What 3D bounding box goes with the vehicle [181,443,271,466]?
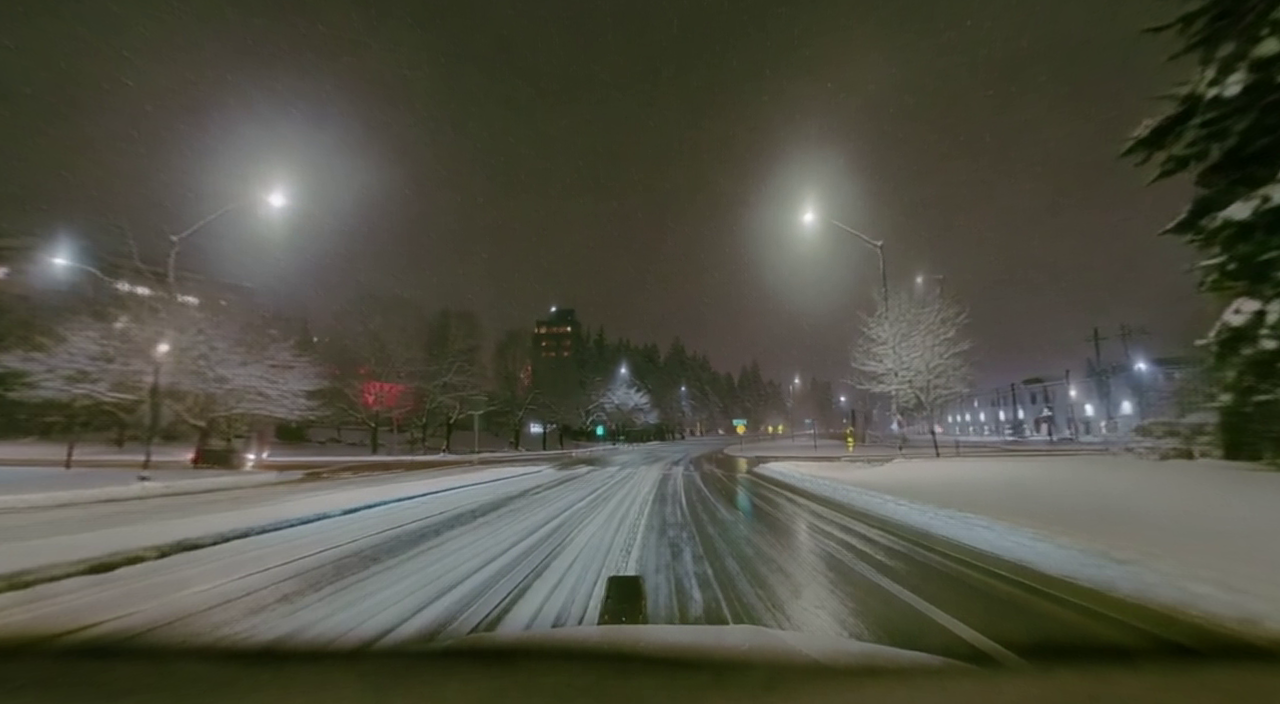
[{"bbox_3d":[-28.079,6.943,42.855,4.935,1.476,2.141,-2,-8,12],"label":"vehicle"}]
